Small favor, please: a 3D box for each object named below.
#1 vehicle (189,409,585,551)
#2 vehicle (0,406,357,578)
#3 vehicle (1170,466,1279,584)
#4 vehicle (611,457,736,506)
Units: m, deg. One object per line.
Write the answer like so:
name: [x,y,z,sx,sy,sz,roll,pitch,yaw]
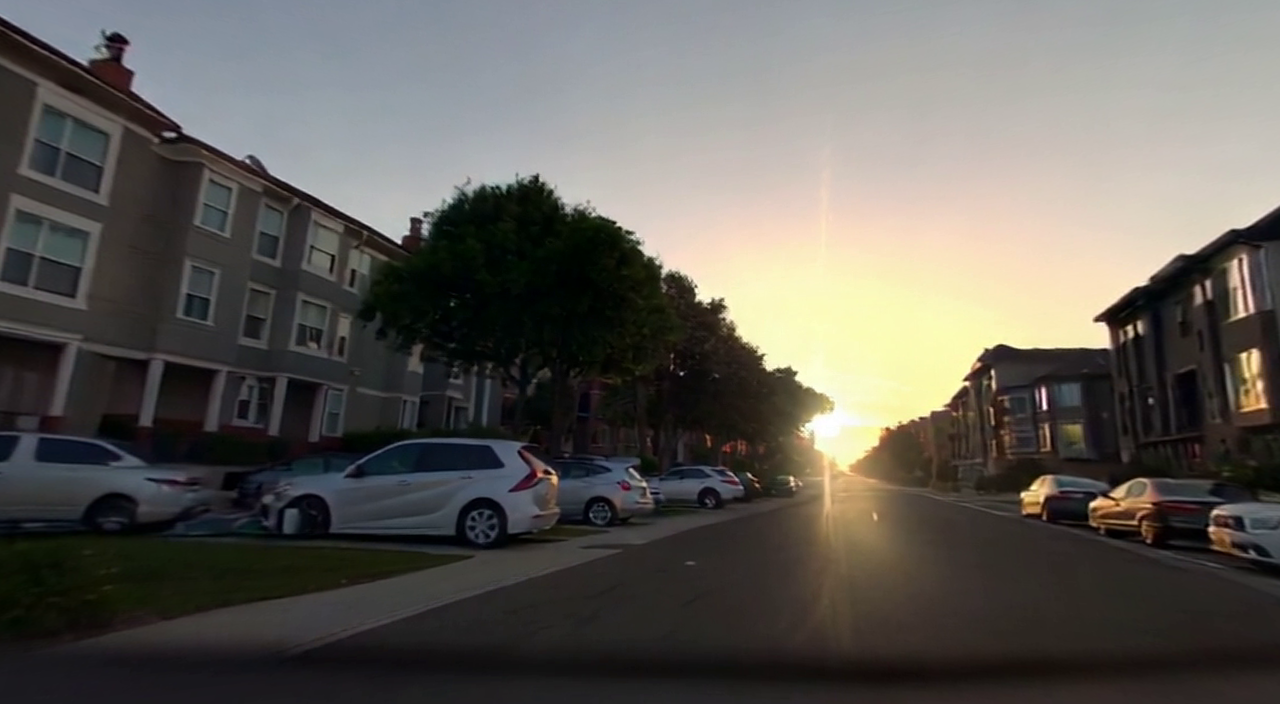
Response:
vehicle: [-3.828,2.034,10.561,5.514,1.976,2.153,2,-9,-13]
vehicle: [-6.009,1.519,7.231,4.648,1.659,1.897,2,-9,-11]
vehicle: [10.730,2.408,8.821,4.573,1.502,1.926,-3,-9,20]
vehicle: [1.267,4.969,24.476,4.450,1.707,1.902,2,-9,-15]
